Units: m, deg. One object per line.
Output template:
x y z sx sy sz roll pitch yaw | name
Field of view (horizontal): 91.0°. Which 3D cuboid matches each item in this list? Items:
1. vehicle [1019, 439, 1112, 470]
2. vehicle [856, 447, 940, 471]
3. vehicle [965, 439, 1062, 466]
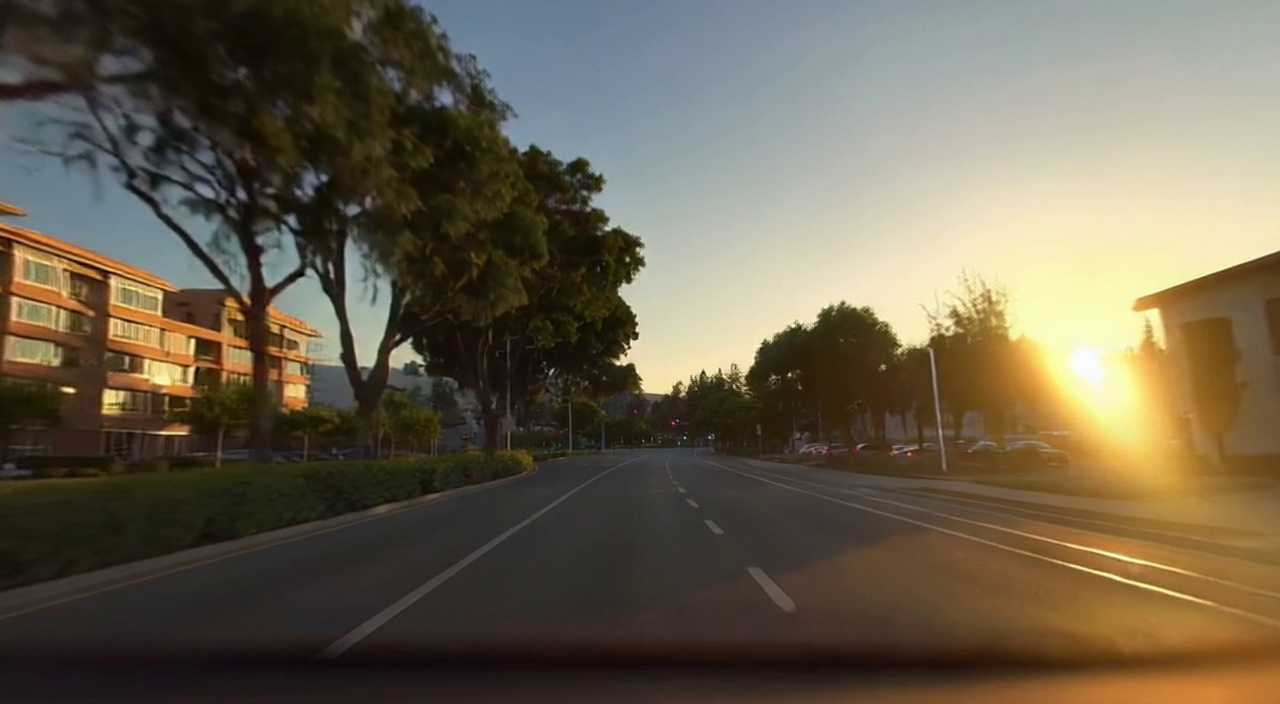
28.033 6.759 41.524 4.627 1.659 1.882 -4 -7 2 | vehicle
15.886 6.606 38.948 4.331 1.469 2.008 -1 -9 3 | vehicle
27.555 7.435 46.587 5.663 1.895 2.229 -1 -8 4 | vehicle
